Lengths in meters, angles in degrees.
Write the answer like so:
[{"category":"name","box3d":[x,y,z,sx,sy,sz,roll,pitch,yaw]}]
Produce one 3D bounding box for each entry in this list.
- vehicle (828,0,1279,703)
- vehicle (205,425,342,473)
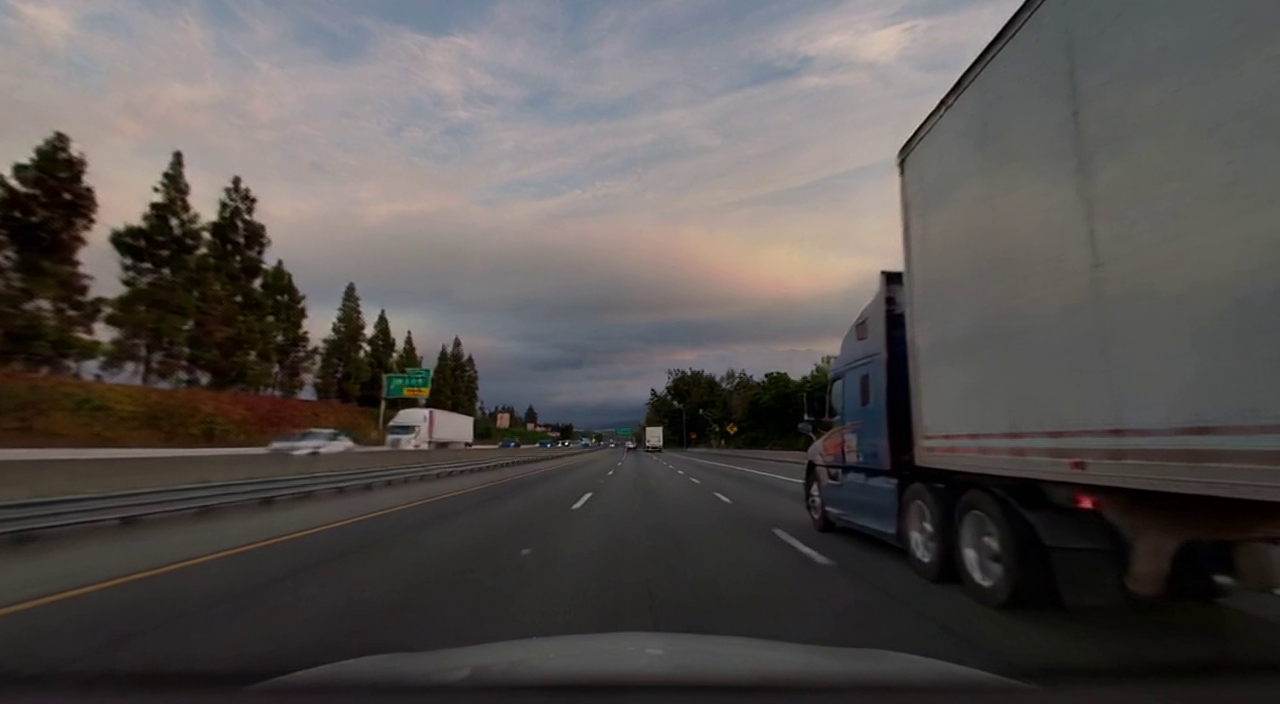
[{"category":"vehicle","box3d":[4.385,-0.594,1.940,3.323,4.262,14.056,0,-9,0]},{"category":"vehicle","box3d":[-12.642,3.410,22.162,2.118,1.510,4.472,0,-9,1]}]
